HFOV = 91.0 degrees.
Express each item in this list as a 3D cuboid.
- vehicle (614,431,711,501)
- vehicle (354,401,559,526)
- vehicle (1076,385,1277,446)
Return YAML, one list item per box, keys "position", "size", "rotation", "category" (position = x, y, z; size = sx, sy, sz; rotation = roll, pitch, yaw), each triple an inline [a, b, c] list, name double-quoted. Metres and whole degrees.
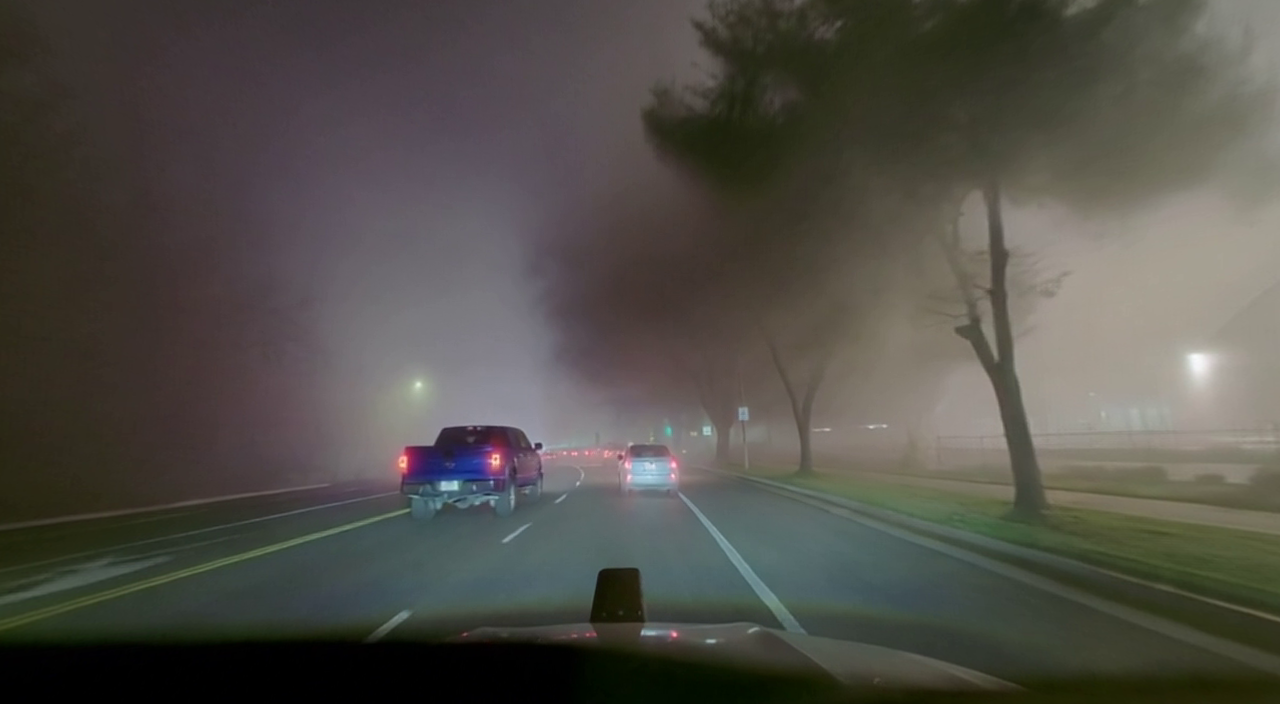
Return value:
- position: [0.426, 2.852, 16.156]
  size: [2.142, 1.528, 4.133]
  rotation: [0, -9, -3]
  category: "vehicle"
- position: [-3.300, 2.208, 12.978]
  size: [2.512, 1.992, 5.725]
  rotation: [0, -9, 0]
  category: "vehicle"
- position: [22.693, 2.831, 27.100]
  size: [6.027, 2.377, 2.245]
  rotation: [-4, -10, 27]
  category: "vehicle"
